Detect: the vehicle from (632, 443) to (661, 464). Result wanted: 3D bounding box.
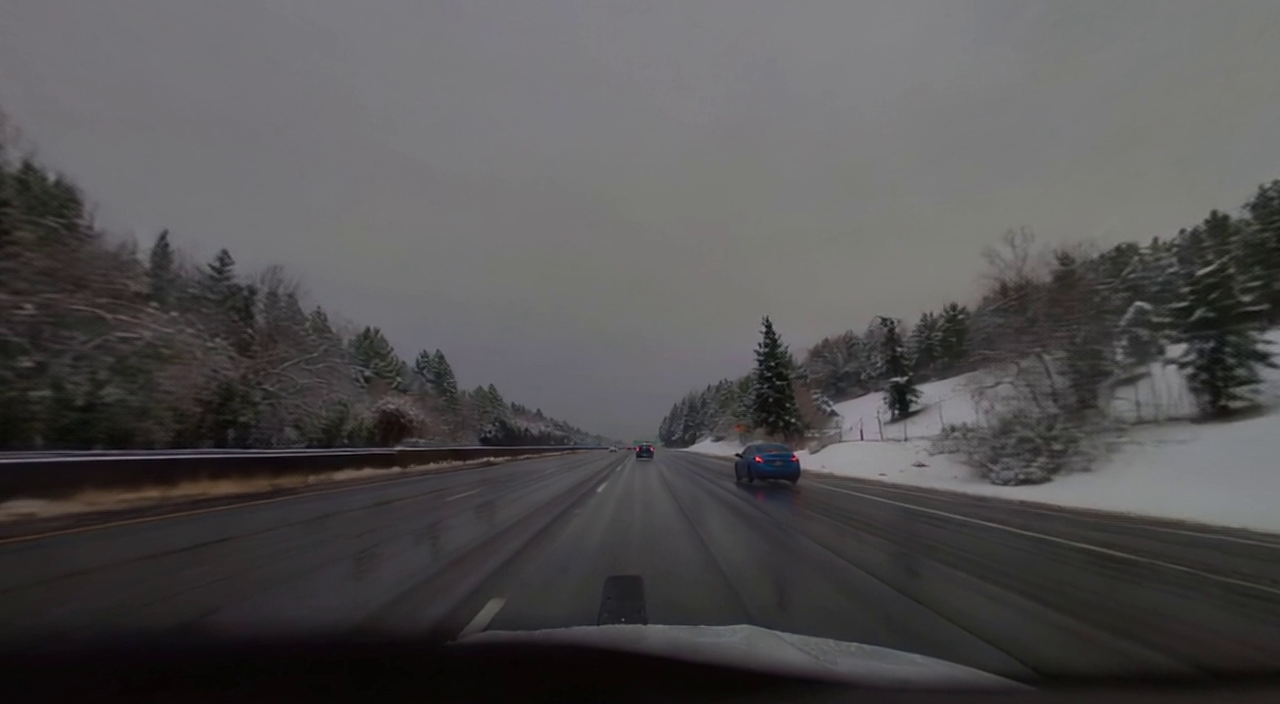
[{"bbox_3d":[0.436,7.363,45.600,2.052,1.449,3.857,1,-8,0],"label":"vehicle"}]

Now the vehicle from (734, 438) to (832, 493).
[{"bbox_3d":[4.383,3.547,20.061,2.008,1.524,4.598,1,-8,0],"label":"vehicle"}]
